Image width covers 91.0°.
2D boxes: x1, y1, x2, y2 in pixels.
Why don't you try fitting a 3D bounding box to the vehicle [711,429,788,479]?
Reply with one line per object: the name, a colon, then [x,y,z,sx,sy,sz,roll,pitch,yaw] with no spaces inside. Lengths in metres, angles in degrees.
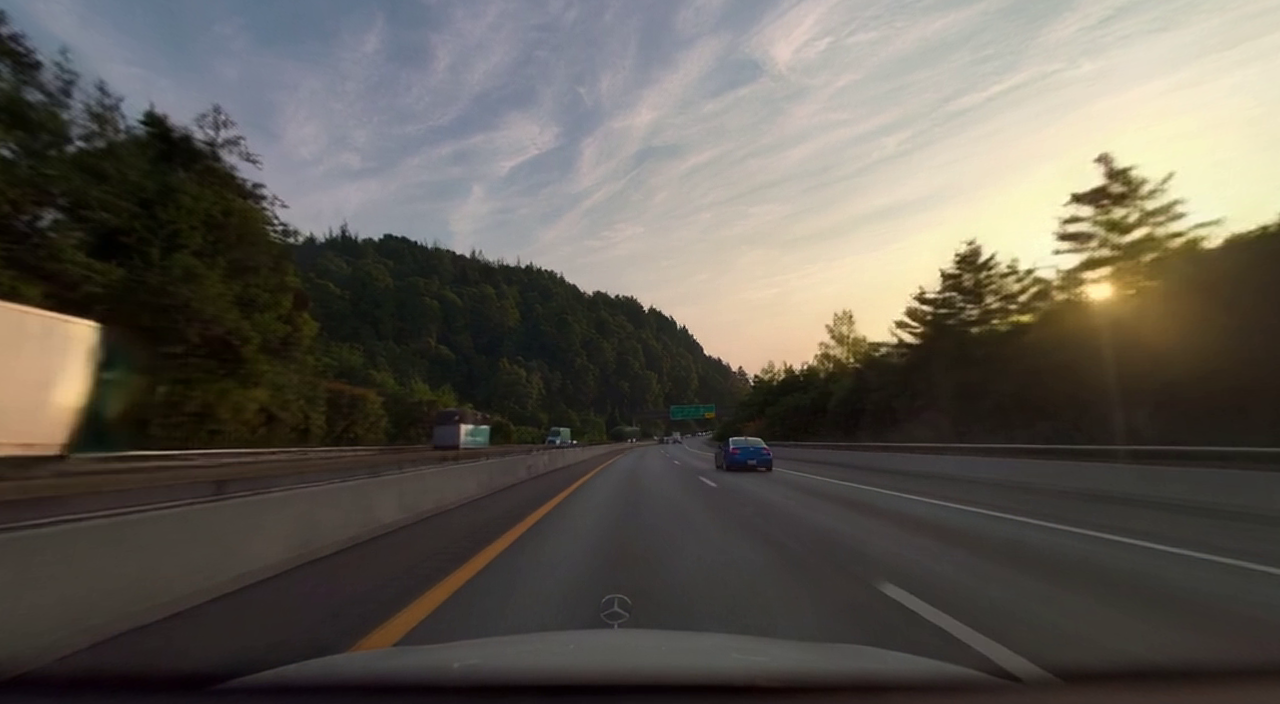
vehicle: [3.942,3.754,23.401,2.022,1.663,4.245,0,-8,-1]
